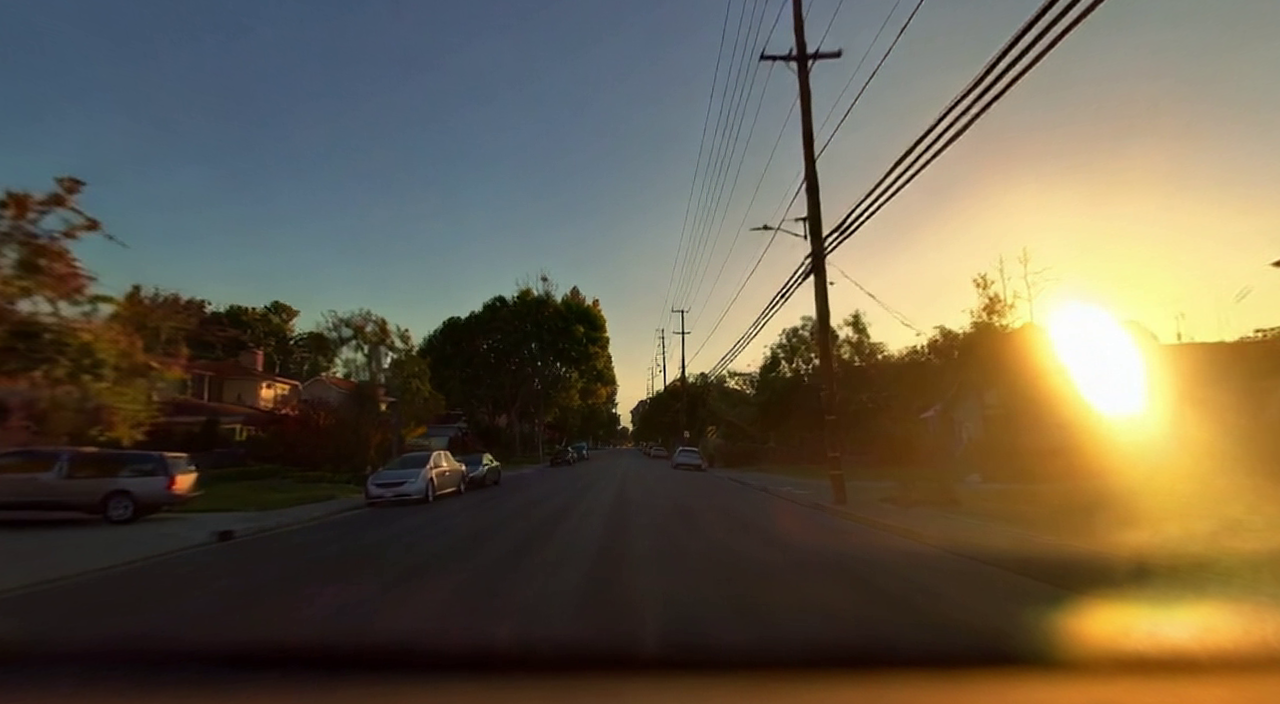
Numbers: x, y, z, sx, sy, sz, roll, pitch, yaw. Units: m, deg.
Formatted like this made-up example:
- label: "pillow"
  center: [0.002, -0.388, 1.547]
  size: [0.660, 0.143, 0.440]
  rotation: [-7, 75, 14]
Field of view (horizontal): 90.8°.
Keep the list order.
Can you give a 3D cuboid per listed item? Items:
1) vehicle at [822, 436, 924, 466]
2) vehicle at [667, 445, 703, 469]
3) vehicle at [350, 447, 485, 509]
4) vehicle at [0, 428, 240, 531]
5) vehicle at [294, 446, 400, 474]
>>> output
- label: "vehicle"
  center: [12.164, 5.181, 33.226]
  size: [4.605, 1.492, 1.898]
  rotation: [0, -9, 0]
- label: "vehicle"
  center: [2.952, 6.970, 41.919]
  size: [1.925, 1.482, 4.326]
  rotation: [0, -9, -2]
- label: "vehicle"
  center: [-6.286, 3.600, 18.648]
  size: [2.208, 1.491, 5.089]
  rotation: [0, -8, -1]
- label: "vehicle"
  center: [-12.125, 2.459, 12.451]
  size: [6.619, 1.759, 2.632]
  rotation: [-1, -9, -2]
- label: "vehicle"
  center: [-15.915, 5.876, 34.494]
  size: [4.833, 1.489, 1.987]
  rotation: [-1, -9, 3]
